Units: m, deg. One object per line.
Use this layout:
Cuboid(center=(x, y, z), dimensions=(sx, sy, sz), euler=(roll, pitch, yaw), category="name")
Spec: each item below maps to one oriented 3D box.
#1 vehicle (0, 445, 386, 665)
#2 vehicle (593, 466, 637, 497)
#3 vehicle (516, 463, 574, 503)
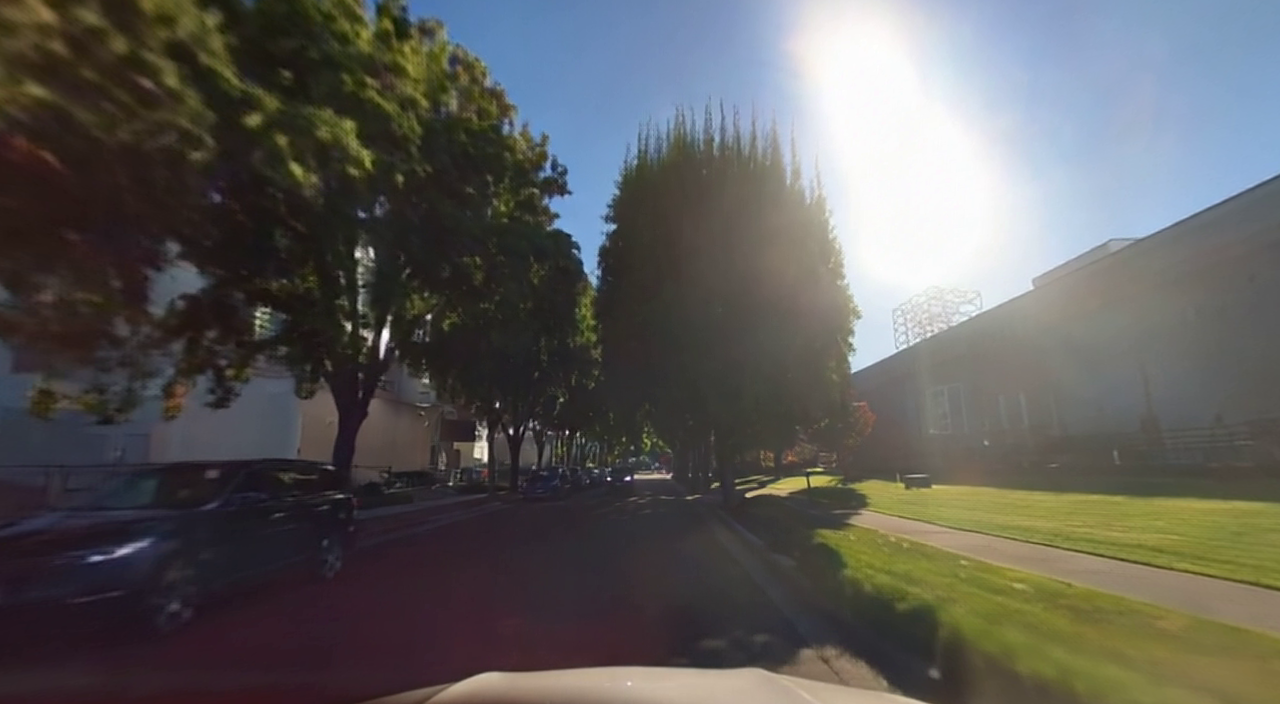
Cuboid(center=(-4.561, 1.824, 6.660), dimensions=(1.903, 1.542, 4.115), euler=(-1, -10, 2), category="vehicle")
Cuboid(center=(-1.236, 6.690, 32.816), dimensions=(1.978, 1.453, 4.314), euler=(1, -10, 2), category="vehicle")
Cuboid(center=(-4.081, 5.716, 27.777), dimensions=(2.011, 1.596, 3.760), euler=(-1, -10, -1), category="vehicle")
